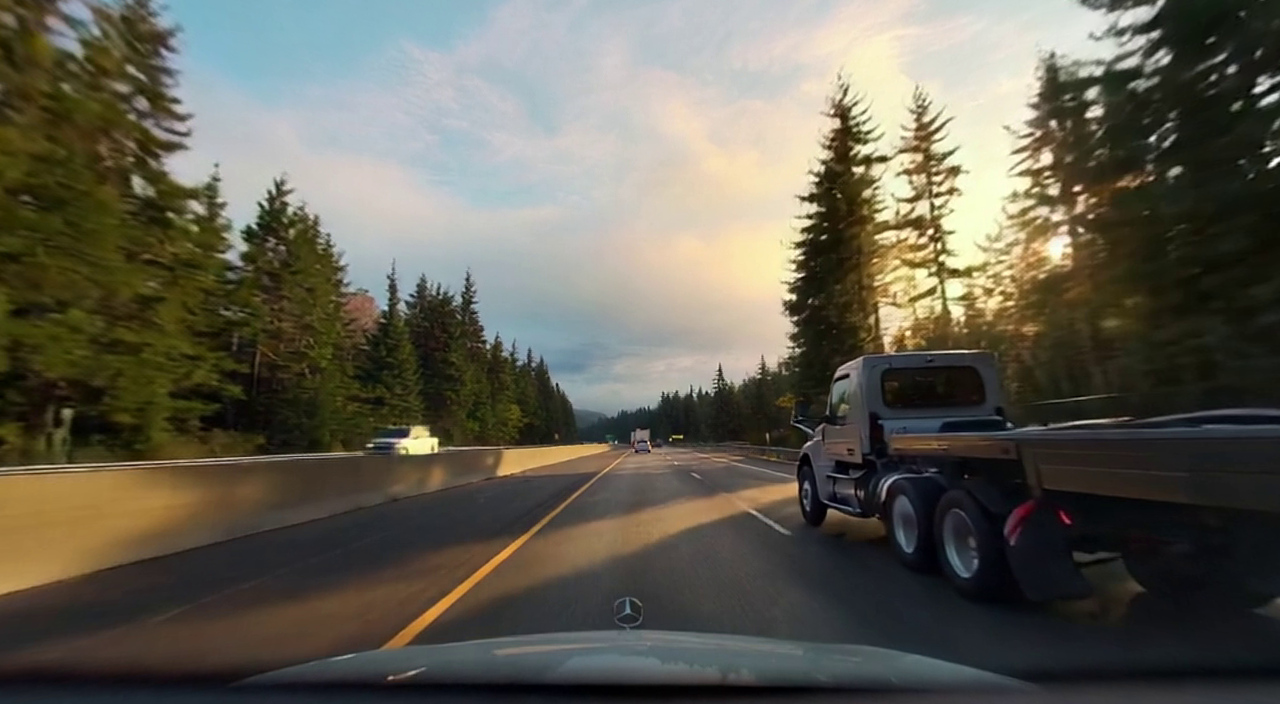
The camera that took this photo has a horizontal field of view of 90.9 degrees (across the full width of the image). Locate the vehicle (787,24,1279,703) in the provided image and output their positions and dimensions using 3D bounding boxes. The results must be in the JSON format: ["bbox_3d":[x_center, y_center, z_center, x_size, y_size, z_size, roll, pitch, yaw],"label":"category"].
[{"bbox_3d":[4.335,0.694,7.423,3.013,3.462,8.956,0,-9,0],"label":"vehicle"}]
